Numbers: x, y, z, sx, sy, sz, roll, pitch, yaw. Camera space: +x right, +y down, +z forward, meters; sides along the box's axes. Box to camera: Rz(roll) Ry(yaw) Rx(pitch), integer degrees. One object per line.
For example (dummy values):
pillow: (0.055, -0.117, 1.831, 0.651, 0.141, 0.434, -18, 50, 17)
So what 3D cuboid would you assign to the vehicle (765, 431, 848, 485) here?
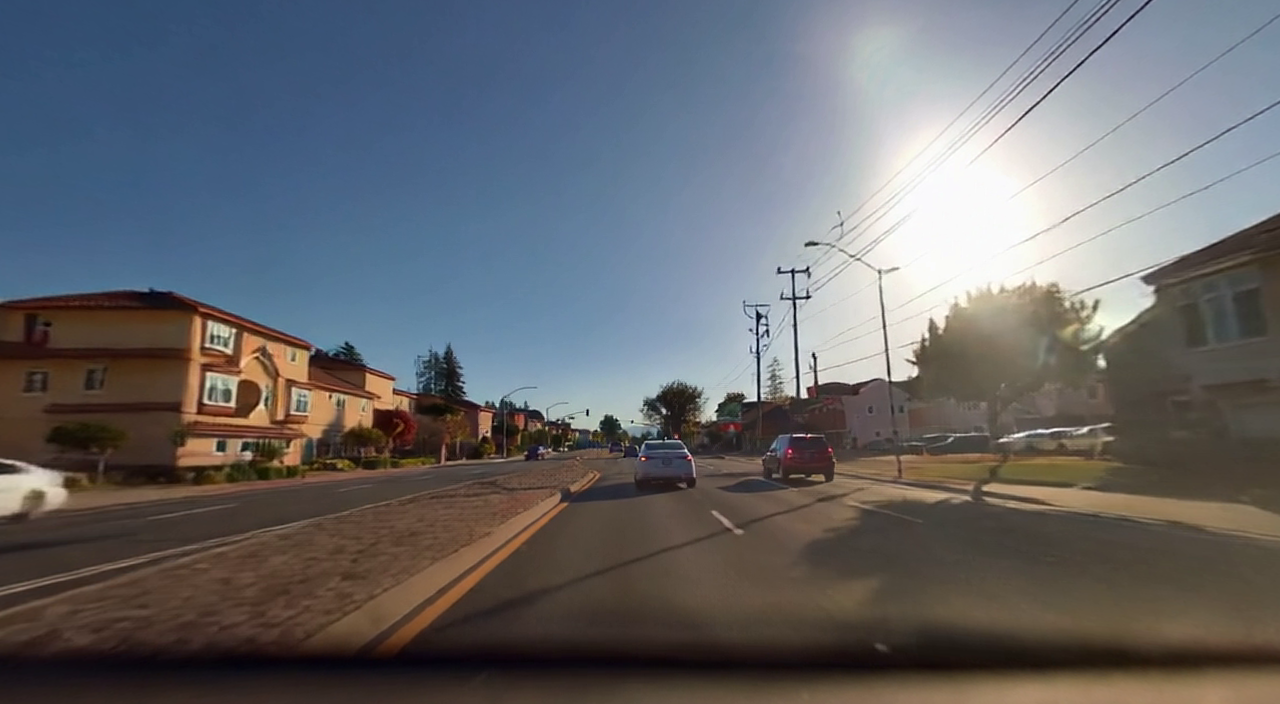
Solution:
vehicle: (6.338, 4.086, 24.523, 2.061, 1.889, 4.268, 0, -9, 0)

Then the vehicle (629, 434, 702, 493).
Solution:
vehicle: (0.733, 3.592, 20.644, 2.138, 1.702, 4.168, 0, -9, -1)
